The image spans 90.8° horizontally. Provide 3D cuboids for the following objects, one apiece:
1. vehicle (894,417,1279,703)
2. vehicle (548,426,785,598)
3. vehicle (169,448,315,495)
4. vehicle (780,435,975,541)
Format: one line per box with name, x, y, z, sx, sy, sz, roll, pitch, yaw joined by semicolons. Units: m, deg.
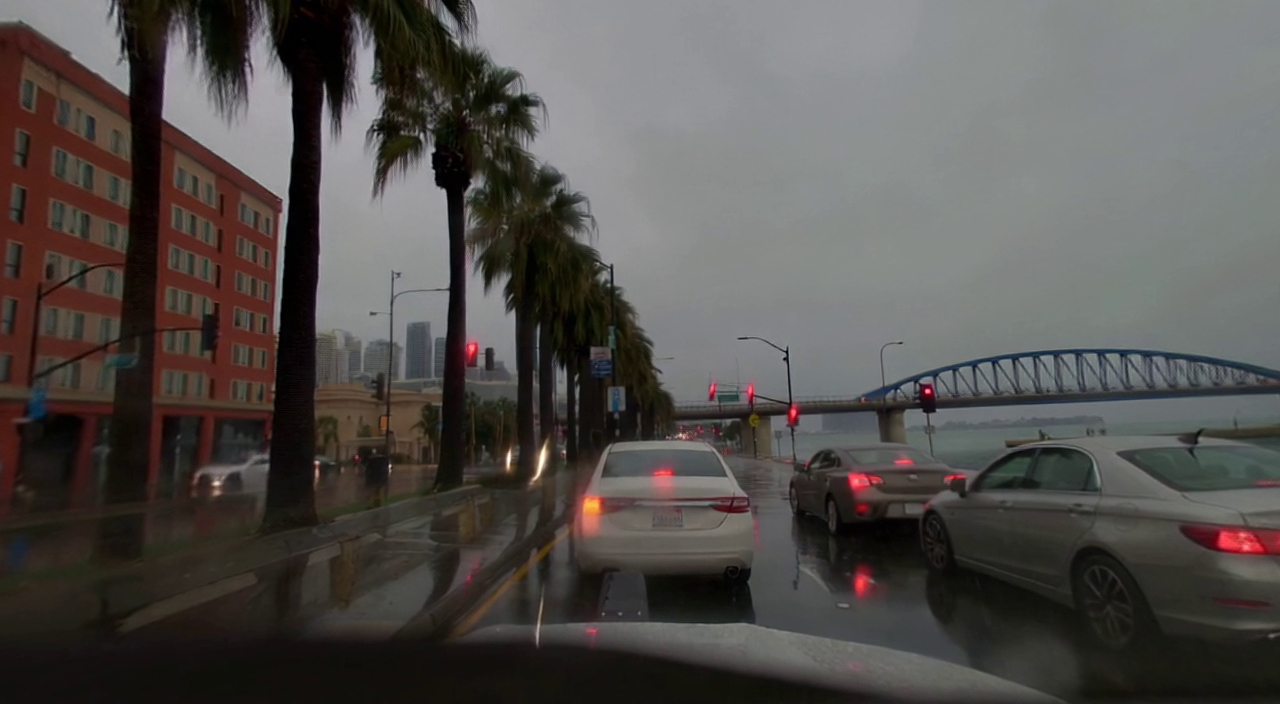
vehicle;3.915;1.362;5.086;1.913;1.469;4.425;0;-9;0
vehicle;0.262;1.704;7.501;2.093;1.503;3.681;0;-9;1
vehicle;-15.229;4.570;24.532;2.022;1.604;4.495;-3;-9;16
vehicle;3.896;2.287;11.308;1.920;1.490;4.417;-1;-9;2
